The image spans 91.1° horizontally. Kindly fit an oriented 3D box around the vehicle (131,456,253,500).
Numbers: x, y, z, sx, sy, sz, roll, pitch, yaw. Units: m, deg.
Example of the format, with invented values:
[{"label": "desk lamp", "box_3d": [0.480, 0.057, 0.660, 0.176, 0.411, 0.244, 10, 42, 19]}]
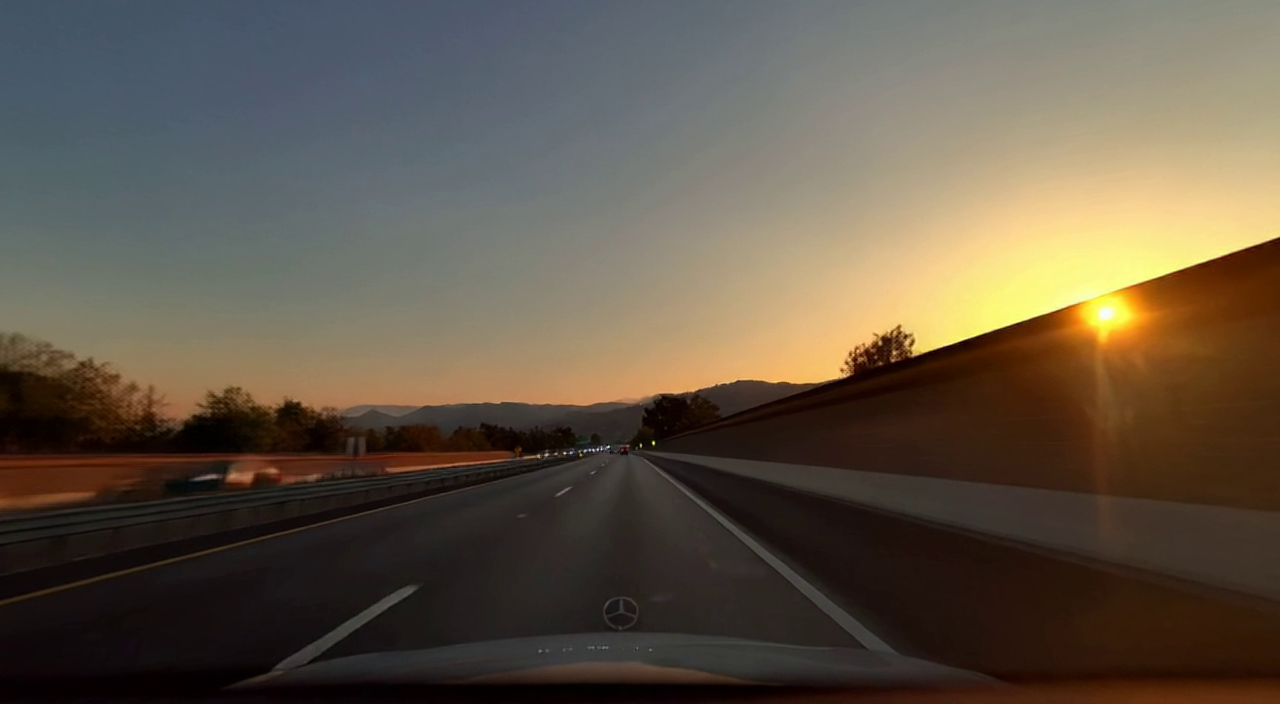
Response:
[{"label": "vehicle", "box_3d": [-16.984, 4.774, 24.113, 1.845, 1.505, 3.833, 0, -9, -1]}]
